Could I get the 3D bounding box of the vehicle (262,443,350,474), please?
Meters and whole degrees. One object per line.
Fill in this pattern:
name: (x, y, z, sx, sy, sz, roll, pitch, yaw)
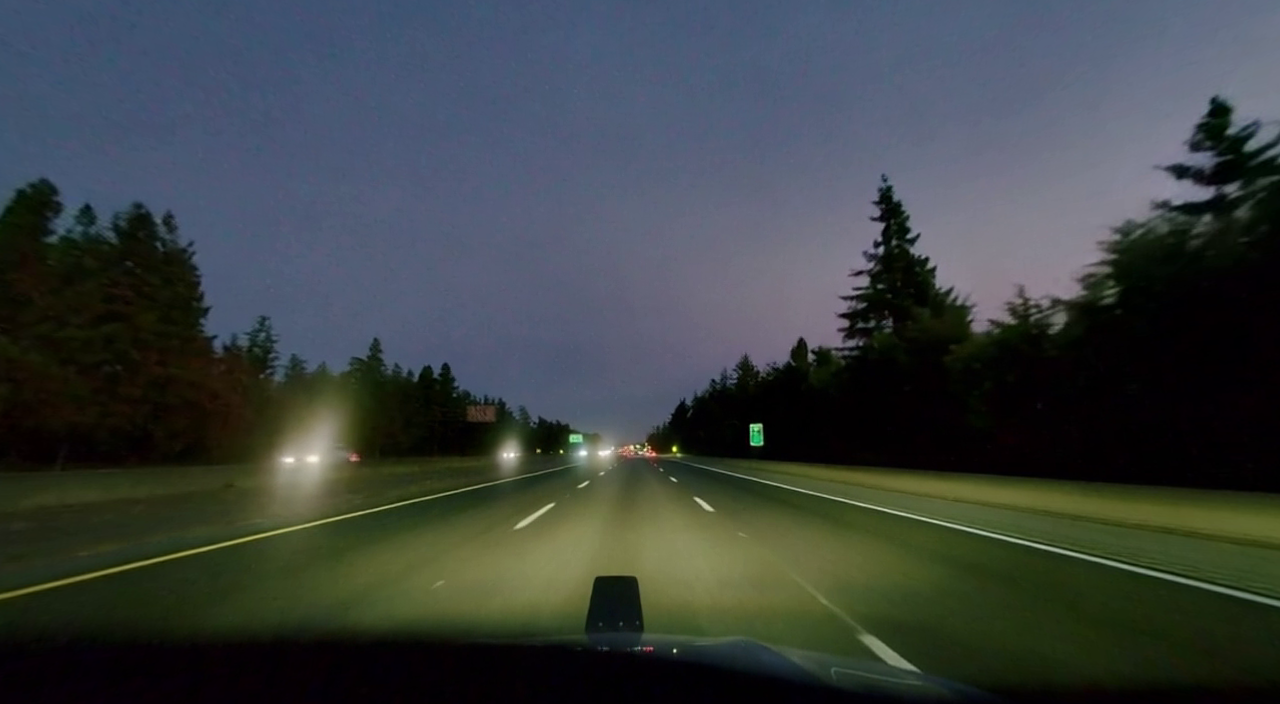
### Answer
vehicle: (-17.783, 5.681, 33.897, 2.041, 1.527, 4.864, 0, -9, 0)
